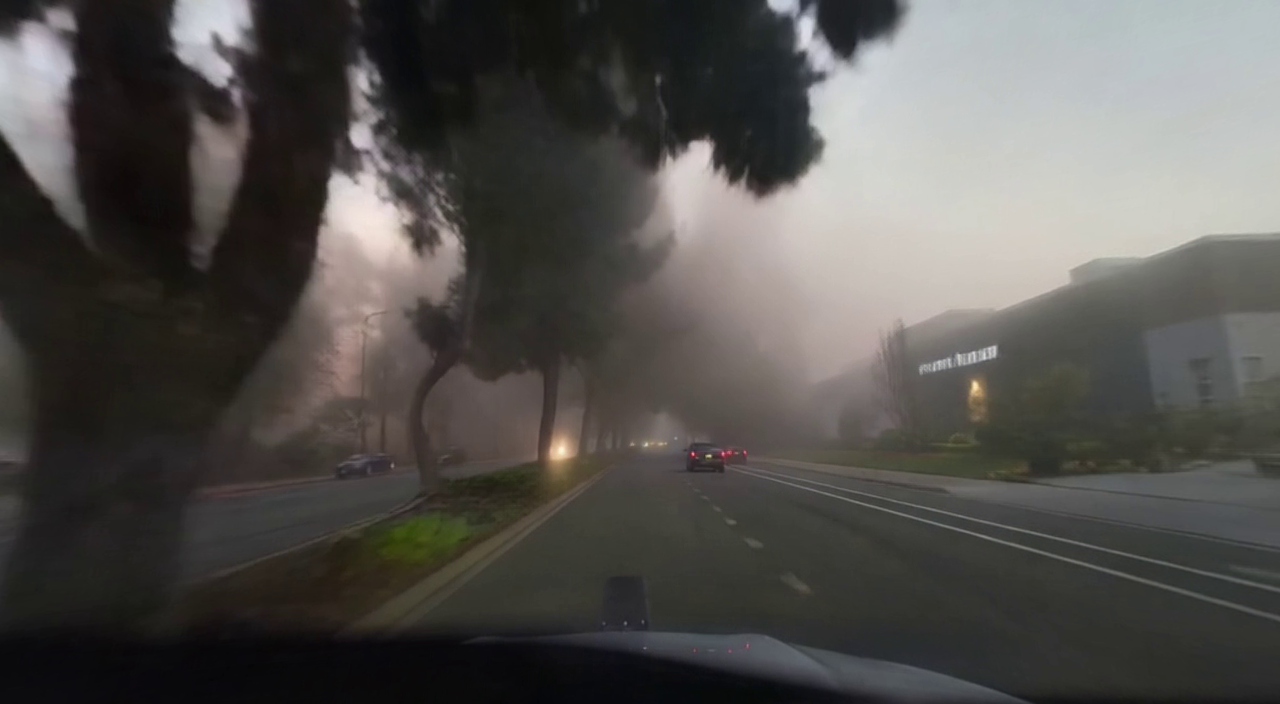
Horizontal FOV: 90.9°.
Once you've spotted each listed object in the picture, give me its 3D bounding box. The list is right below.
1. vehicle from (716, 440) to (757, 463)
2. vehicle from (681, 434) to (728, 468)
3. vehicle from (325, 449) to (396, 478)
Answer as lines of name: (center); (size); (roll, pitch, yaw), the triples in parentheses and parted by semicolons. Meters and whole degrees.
vehicle: (6.592, 6.880, 43.608); (2.100, 1.491, 4.563); (0, -8, 0)
vehicle: (3.539, 5.530, 35.426); (2.143, 1.759, 4.378); (0, -8, -1)
vehicle: (-16.401, 6.535, 37.335); (2.009, 1.540, 4.849); (0, -8, 0)
